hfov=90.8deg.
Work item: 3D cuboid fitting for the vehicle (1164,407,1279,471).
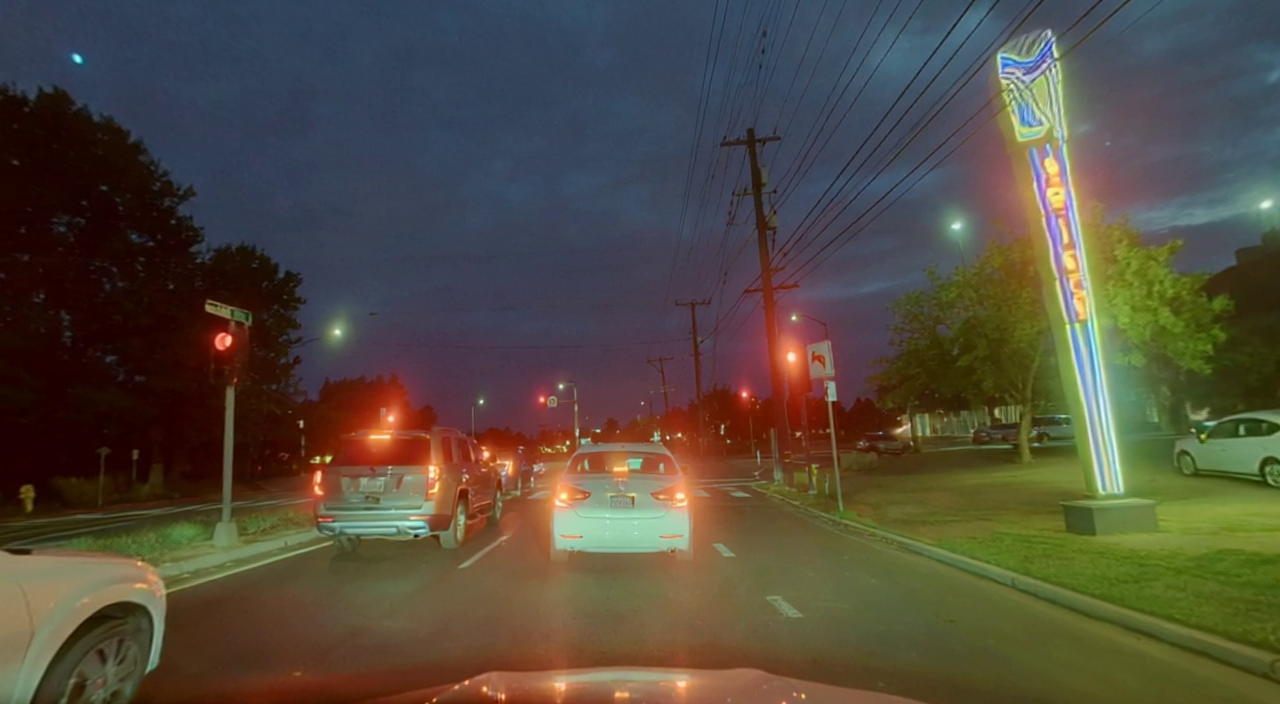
[{"bbox_3d":[17.026,2.542,18.290,1.858,1.622,4.491,-5,-10,28],"label":"vehicle"}]

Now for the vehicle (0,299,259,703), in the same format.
[{"bbox_3d":[-3.592,0.629,1.528,2.085,1.943,5.053,0,-8,1],"label":"vehicle"}]

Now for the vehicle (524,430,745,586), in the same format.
[{"bbox_3d":[-0.100,1.802,8.140,2.121,1.474,3.968,0,-8,-2],"label":"vehicle"}]

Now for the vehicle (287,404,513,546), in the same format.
[{"bbox_3d":[-3.851,2.088,11.370,2.147,1.963,4.927,0,-8,0],"label":"vehicle"}]

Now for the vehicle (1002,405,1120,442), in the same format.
[{"bbox_3d":[26.844,4.638,40.509,5.782,2.286,2.223,-1,-9,4],"label":"vehicle"}]
